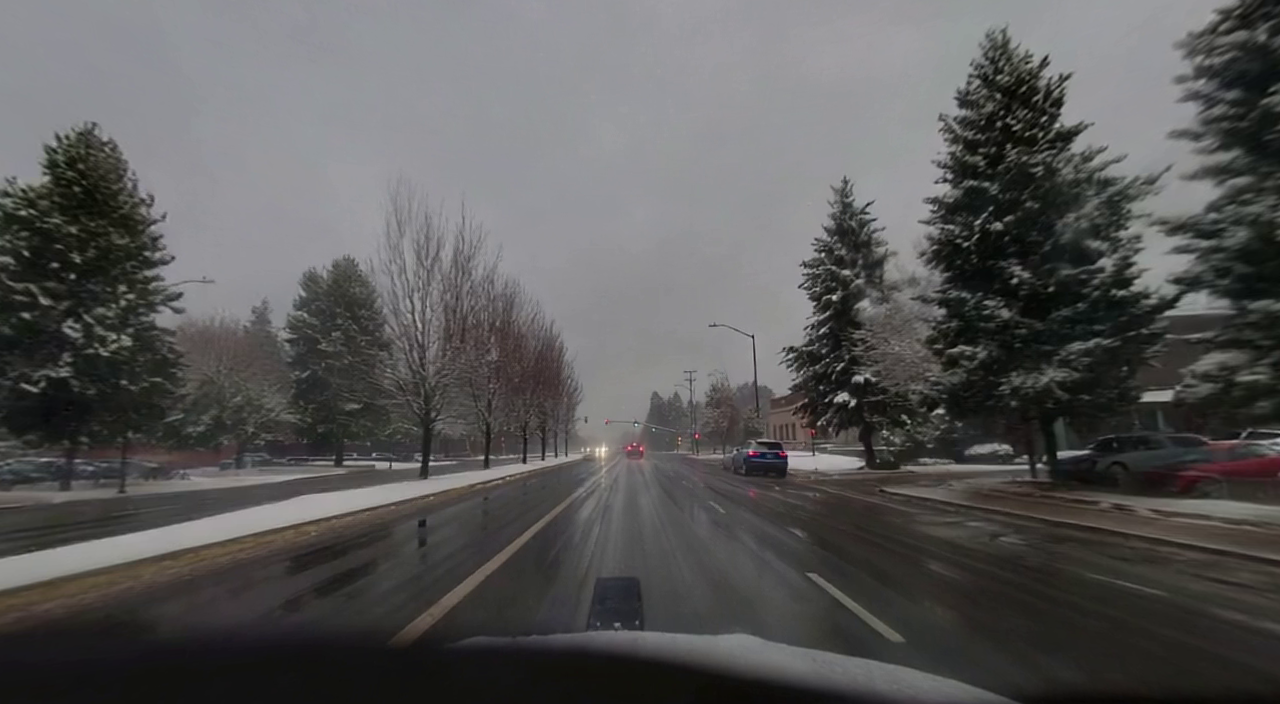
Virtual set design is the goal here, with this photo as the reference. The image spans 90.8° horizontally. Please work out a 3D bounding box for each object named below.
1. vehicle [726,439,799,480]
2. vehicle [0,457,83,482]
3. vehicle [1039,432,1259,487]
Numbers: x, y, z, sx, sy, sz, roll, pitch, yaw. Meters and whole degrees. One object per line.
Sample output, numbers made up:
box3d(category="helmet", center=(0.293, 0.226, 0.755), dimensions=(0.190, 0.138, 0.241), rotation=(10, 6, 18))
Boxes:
box3d(category="vehicle", center=(5.737, 5.095, 30.292), dimensions=(2.295, 1.804, 4.971), rotation=(0, -8, -3))
box3d(category="vehicle", center=(-44.786, 8.712, 46.891), dimensions=(1.878, 1.527, 4.758), rotation=(-6, -8, 22))
box3d(category="vehicle", center=(15.270, 3.241, 19.188), dimensions=(4.859, 1.563, 1.952), rotation=(0, -8, 2))
